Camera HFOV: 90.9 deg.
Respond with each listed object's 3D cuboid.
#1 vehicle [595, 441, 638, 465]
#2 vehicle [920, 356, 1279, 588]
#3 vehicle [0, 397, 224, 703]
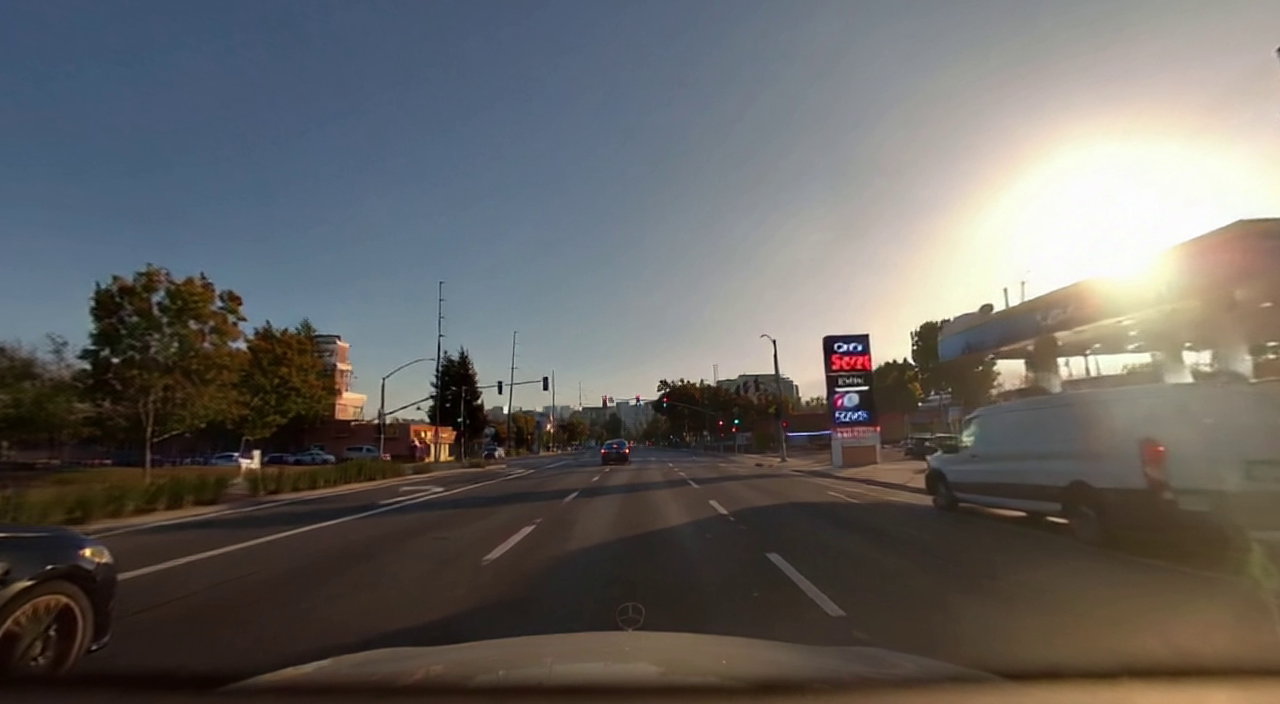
[{"bbox_3d":[-1.476,6.506,40.951,2.082,1.460,4.442,-1,-8,7],"label":"vehicle"},{"bbox_3d":[7.185,1.659,9.650,2.764,2.327,6.492,0,-8,0],"label":"vehicle"},{"bbox_3d":[-3.445,0.775,1.412,2.018,1.470,4.346,0,-8,0],"label":"vehicle"}]
